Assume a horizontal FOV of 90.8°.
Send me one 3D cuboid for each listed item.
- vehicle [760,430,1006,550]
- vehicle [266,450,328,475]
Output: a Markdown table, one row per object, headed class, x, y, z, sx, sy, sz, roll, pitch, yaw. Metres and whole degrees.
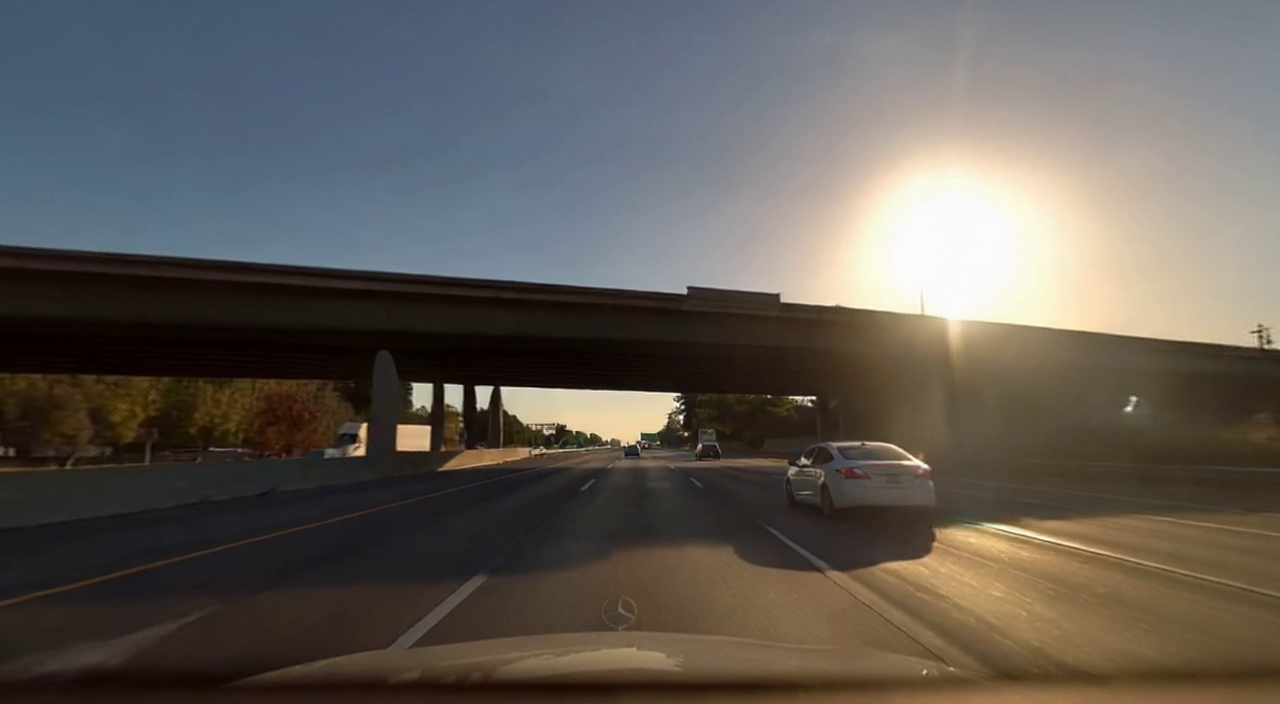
| class | x | y | z | sx | sy | sz | roll | pitch | yaw |
| --- | --- | --- | --- | --- | --- | --- | --- | --- | --- |
| vehicle | 3.498 | 2.071 | 10.260 | 2.076 | 1.472 | 4.562 | 0 | -8 | -1 |
| vehicle | -23.711 | 7.633 | 43.862 | 1.880 | 1.492 | 4.348 | 1 | -8 | 0 |
